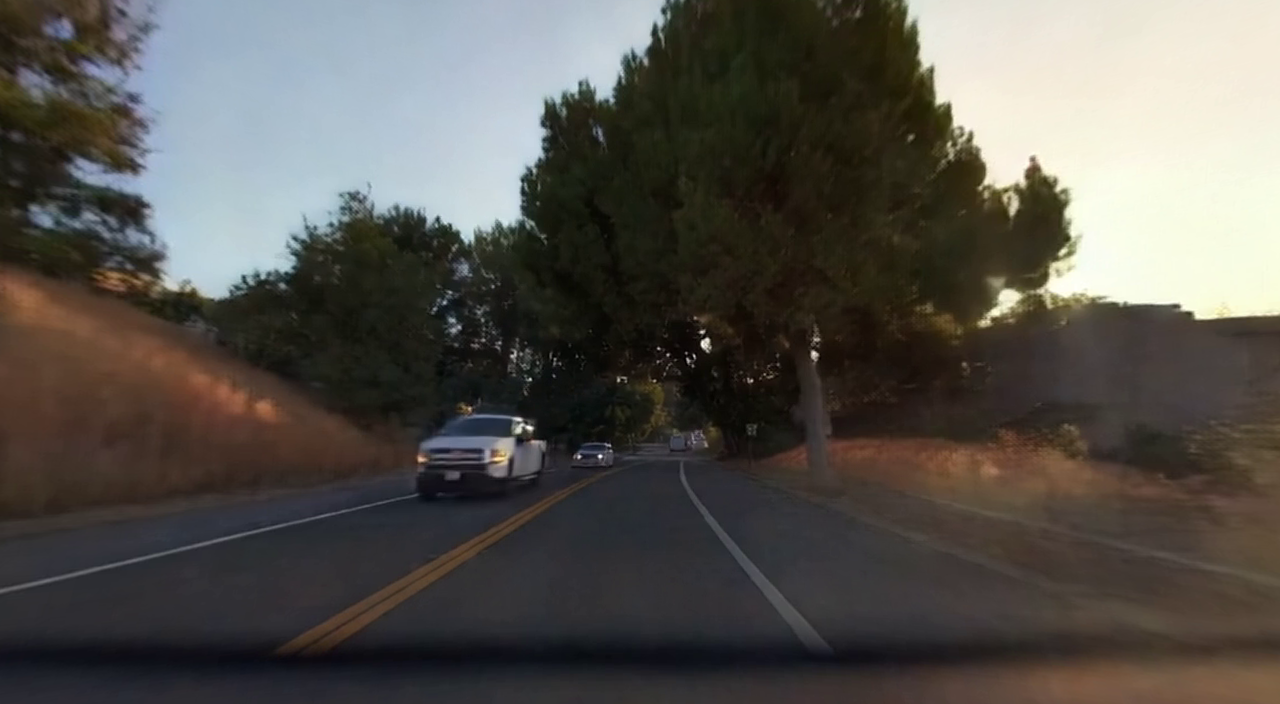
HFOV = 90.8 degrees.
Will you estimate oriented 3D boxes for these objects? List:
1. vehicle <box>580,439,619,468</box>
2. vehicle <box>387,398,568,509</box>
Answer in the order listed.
[{"bbox_3d":[-2.613,6.758,42.165,2.097,1.791,4.663,-1,-8,2],"label":"vehicle"},{"bbox_3d":[-3.927,2.736,17.437,2.825,2.376,7.468,-1,-8,2],"label":"vehicle"}]
